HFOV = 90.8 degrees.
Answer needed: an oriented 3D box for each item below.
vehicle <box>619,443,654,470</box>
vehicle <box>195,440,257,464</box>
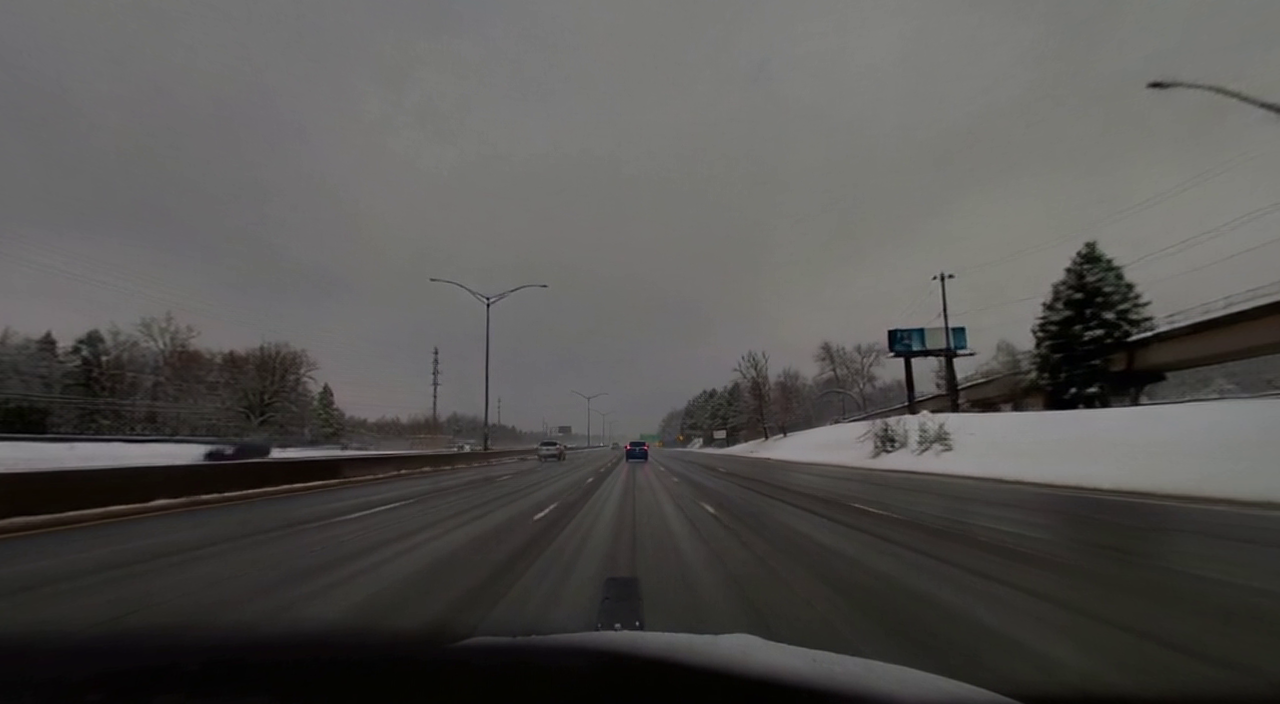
[{"bbox_3d":[-0.249,6.516,39.600,2.074,1.574,3.971,0,-8,-1],"label":"vehicle"},{"bbox_3d":[-27.966,6.754,42.758,1.701,1.477,3.541,0,-8,1],"label":"vehicle"}]
